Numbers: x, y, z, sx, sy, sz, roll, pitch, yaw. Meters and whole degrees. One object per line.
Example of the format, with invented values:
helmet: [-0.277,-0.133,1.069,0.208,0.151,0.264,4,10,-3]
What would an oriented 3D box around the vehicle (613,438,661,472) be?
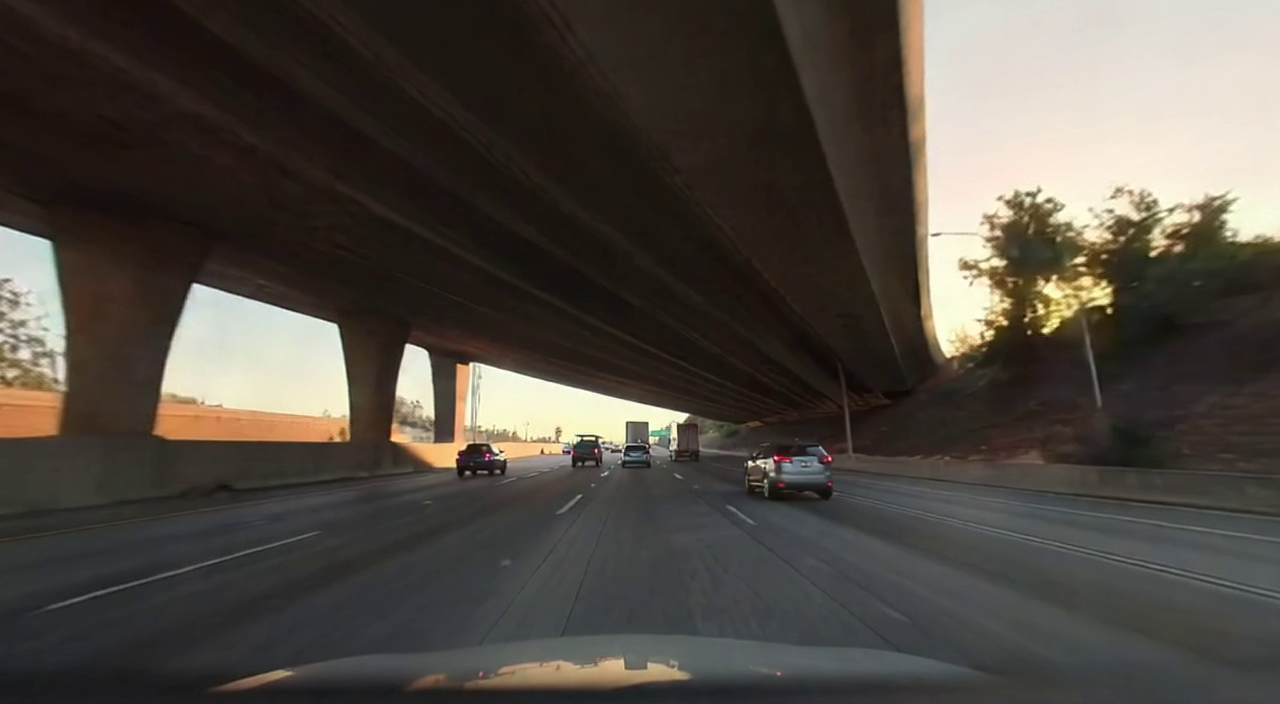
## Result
vehicle: [-0.181,5.930,36.544,2.572,1.837,5.693,0,-9,0]

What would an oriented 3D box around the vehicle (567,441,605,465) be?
vehicle: [-4.145,7.884,49.388,2.535,1.715,5.030,0,-9,-1]

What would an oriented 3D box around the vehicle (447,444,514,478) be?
vehicle: [-7.393,5.074,29.746,1.947,1.444,4.595,0,-9,0]

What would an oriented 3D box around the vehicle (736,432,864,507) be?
vehicle: [3.881,2.939,16.140,2.119,1.653,4.000,0,-9,-2]
